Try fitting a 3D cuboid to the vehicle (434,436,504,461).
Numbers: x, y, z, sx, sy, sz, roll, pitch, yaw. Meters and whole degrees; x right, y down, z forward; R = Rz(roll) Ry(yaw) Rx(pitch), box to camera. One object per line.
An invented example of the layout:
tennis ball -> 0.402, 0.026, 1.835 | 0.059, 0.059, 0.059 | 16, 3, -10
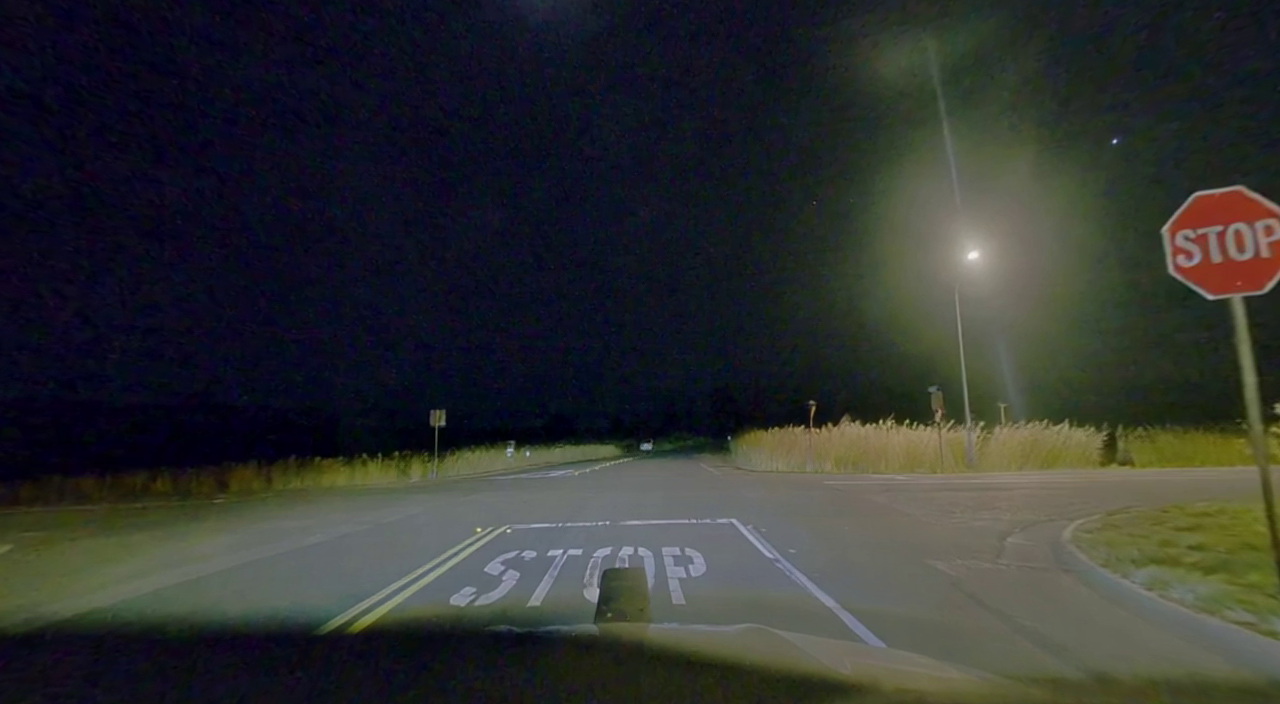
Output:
vehicle -> -12.627, 7.163, 46.752 | 4.590, 1.735, 1.973 | 0, -8, 2
